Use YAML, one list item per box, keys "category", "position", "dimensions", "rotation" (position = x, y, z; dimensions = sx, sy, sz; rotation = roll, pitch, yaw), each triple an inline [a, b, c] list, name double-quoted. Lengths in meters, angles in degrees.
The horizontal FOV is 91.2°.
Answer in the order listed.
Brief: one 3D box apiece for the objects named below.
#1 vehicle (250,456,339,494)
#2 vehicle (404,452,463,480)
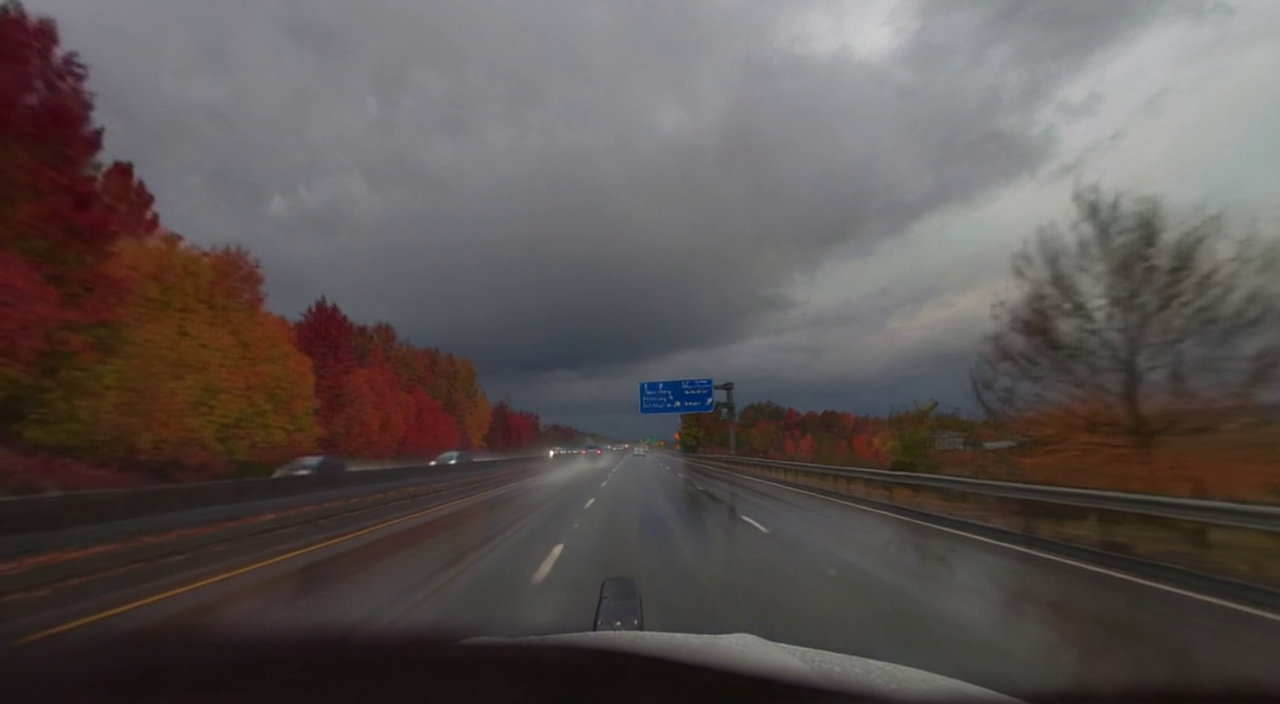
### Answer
- category: "vehicle"
  position: [-15.054, 5.363, 27.530]
  dimensions: [1.750, 1.478, 3.765]
  rotation: [0, -9, 0]
- category: "vehicle"
  position: [-11.426, 6.315, 34.903]
  dimensions: [1.879, 1.458, 3.974]
  rotation: [0, -9, 1]
